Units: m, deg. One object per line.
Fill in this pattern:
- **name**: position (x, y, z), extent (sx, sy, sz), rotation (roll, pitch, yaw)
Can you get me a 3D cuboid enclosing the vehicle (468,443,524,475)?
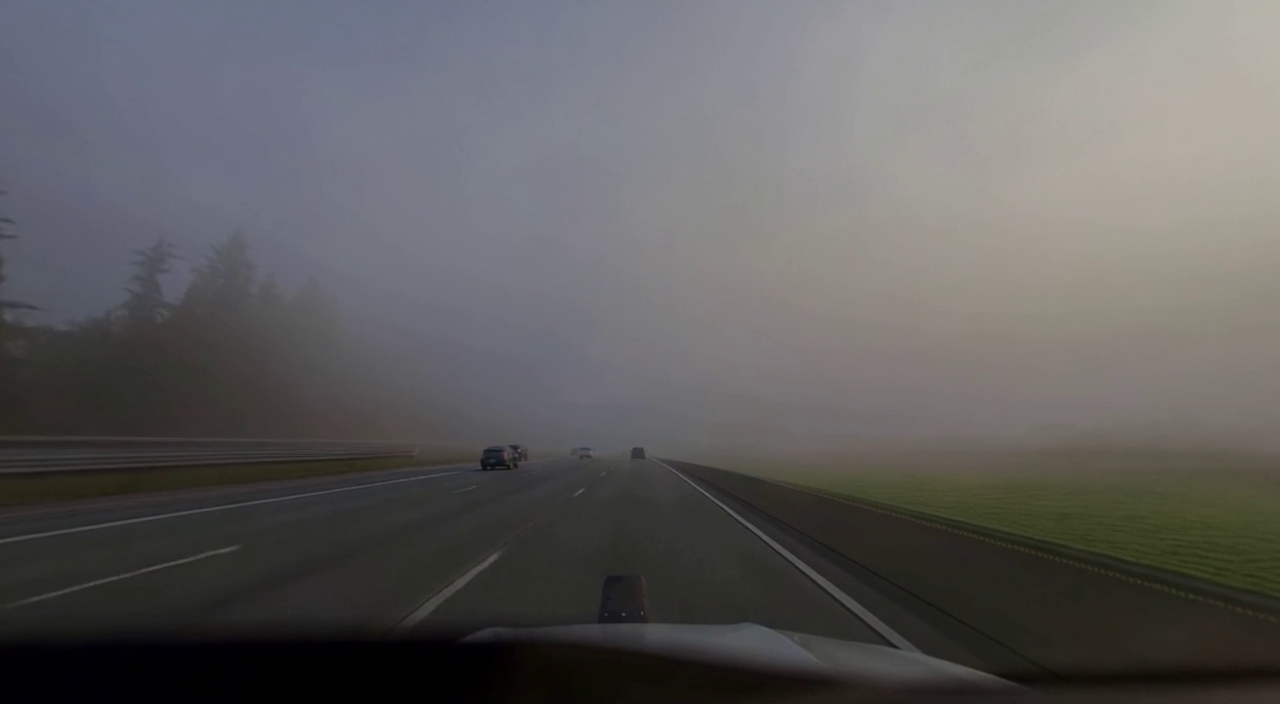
- **vehicle**: position (-7.514, 5.614, 33.334), extent (1.972, 1.603, 3.891), rotation (0, -8, 1)
